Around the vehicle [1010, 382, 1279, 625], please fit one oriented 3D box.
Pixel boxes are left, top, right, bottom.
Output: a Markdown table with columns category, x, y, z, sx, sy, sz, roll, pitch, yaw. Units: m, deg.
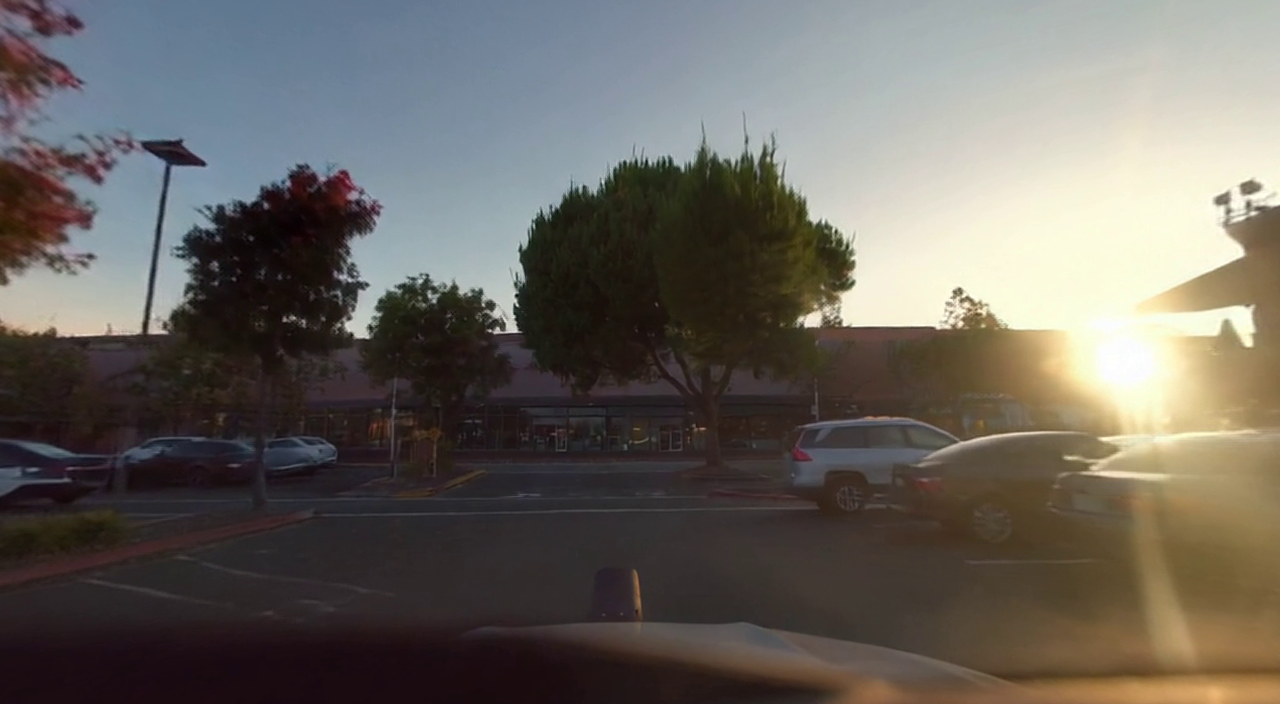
| category | x | y | z | sx | sy | sz | roll | pitch | yaw |
| --- | --- | --- | --- | --- | --- | --- | --- | --- | --- |
| vehicle | 6.226 | 1.263 | 5.850 | 4.255 | 1.729 | 2.136 | 1 | -8 | -5 |

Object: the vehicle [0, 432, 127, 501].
| category | x | y | z | sx | sy | sz | roll | pitch | yaw |
| --- | --- | --- | --- | --- | --- | --- | --- | --- | --- |
| vehicle | -16.359 | 2.948 | 16.393 | 4.454 | 1.684 | 1.908 | 6 | -10 | -35 |
